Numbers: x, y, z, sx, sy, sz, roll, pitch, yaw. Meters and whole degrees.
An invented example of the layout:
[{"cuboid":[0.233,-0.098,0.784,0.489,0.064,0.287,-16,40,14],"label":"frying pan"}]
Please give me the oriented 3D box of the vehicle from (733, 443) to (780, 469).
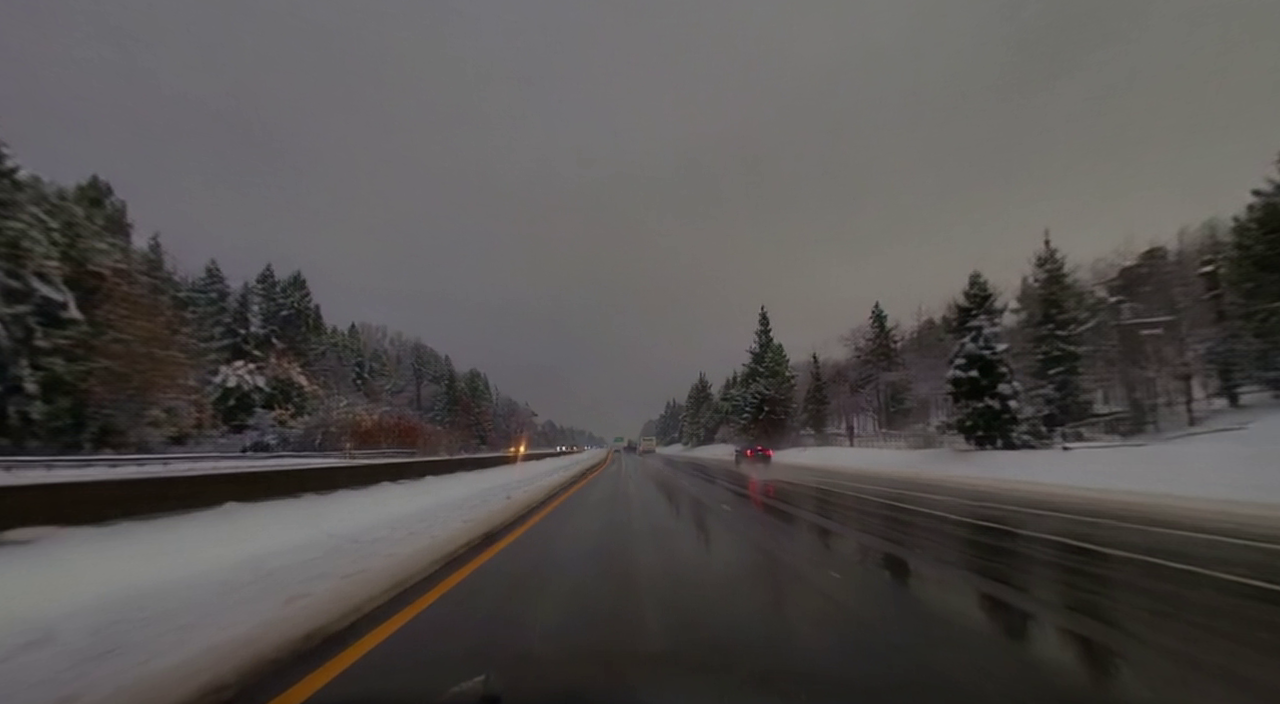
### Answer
[{"cuboid":[6.978,6.274,38.142,1.942,1.462,3.926,0,-8,-3],"label":"vehicle"}]
